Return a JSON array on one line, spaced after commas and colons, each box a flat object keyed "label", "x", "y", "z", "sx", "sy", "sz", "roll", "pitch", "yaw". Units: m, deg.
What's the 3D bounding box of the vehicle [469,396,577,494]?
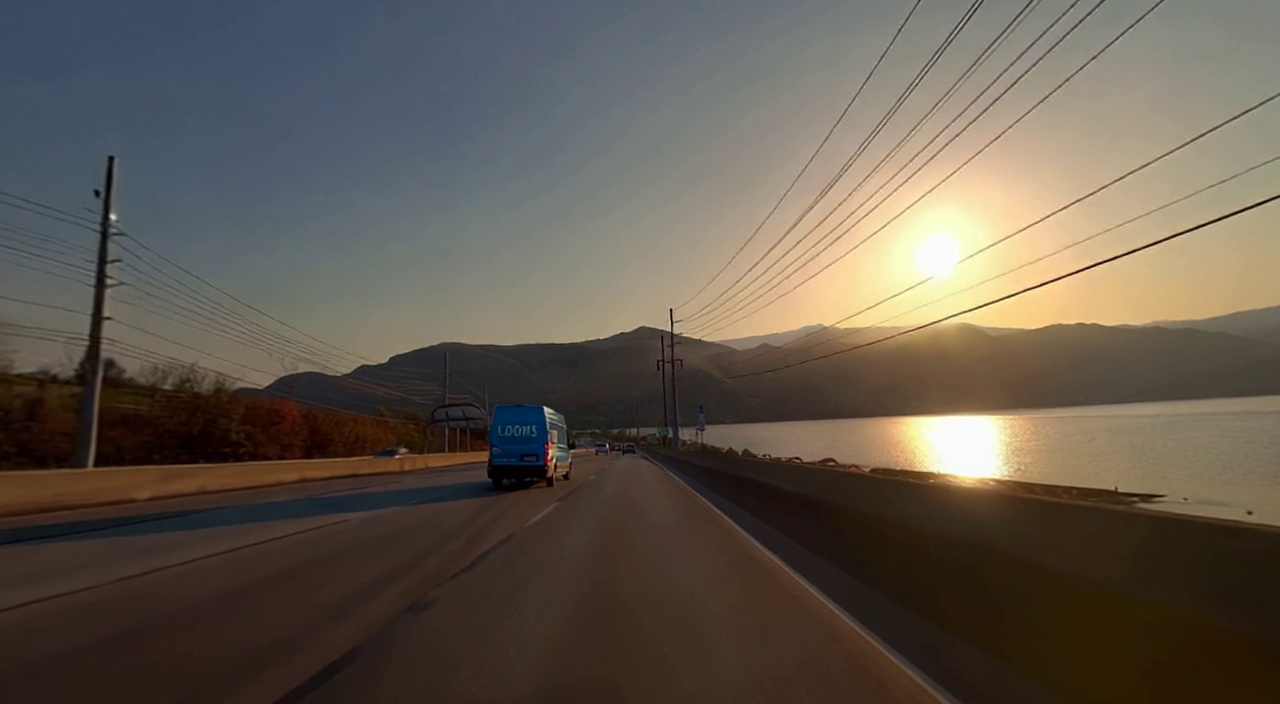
[{"label": "vehicle", "x": -3.654, "y": 3.114, "z": 21.279, "sx": 2.331, "sy": 2.757, "sz": 6.581, "roll": 0, "pitch": -8, "yaw": 0}]
